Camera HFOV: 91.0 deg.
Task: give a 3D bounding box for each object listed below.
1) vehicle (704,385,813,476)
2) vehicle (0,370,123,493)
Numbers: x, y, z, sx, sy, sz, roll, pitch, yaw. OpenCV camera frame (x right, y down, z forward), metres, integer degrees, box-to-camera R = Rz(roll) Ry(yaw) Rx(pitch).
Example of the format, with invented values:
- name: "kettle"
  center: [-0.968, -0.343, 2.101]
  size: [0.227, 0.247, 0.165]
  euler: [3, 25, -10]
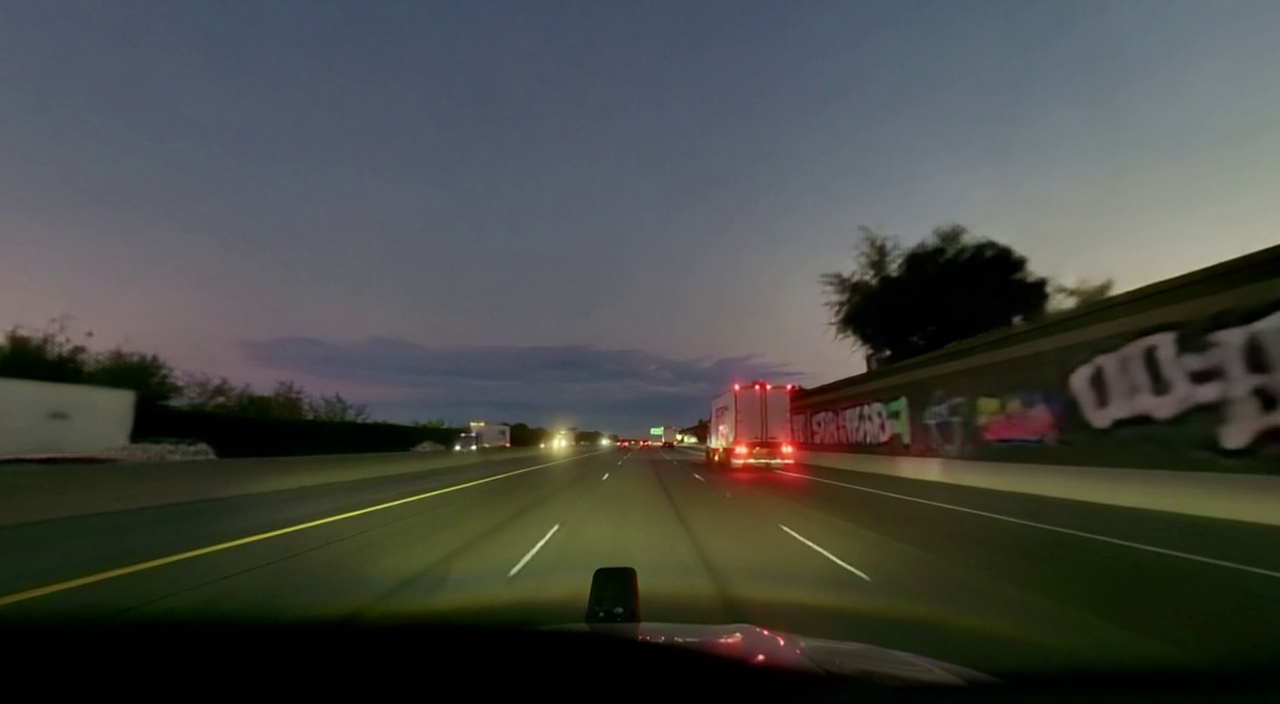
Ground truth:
- name: "vehicle"
  center: [5.142, 3.761, 29.713]
  size: [2.949, 3.470, 10.539]
  euler: [0, -8, -1]
- name: "vehicle"
  center: [-20.795, 1.847, 15.004]
  size: [2.850, 3.711, 17.121]
  euler: [0, -8, -1]
